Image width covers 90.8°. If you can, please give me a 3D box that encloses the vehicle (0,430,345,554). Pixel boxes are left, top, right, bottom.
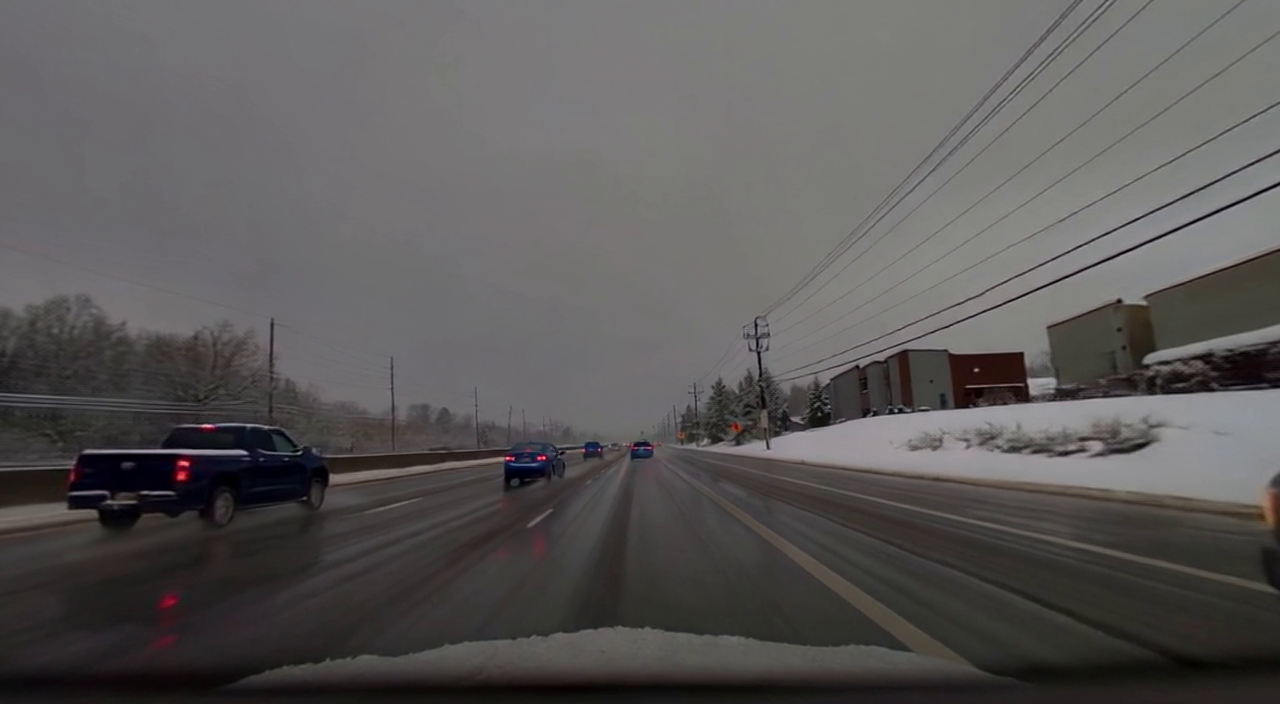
[{"bbox_3d":[-6.864,2.068,10.135,1.959,1.496,4.740,0,-8,0],"label":"vehicle"}]

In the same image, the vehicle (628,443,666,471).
[{"bbox_3d":[0.386,5.862,35.367,2.030,1.471,4.115,0,-8,1],"label":"vehicle"}]

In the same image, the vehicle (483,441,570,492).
[{"bbox_3d":[-3.488,3.603,20.218,1.938,1.444,4.206,0,-8,1],"label":"vehicle"}]

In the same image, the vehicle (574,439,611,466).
[{"bbox_3d":[-3.249,6.988,44.054,2.244,1.752,4.439,0,-8,1],"label":"vehicle"}]
